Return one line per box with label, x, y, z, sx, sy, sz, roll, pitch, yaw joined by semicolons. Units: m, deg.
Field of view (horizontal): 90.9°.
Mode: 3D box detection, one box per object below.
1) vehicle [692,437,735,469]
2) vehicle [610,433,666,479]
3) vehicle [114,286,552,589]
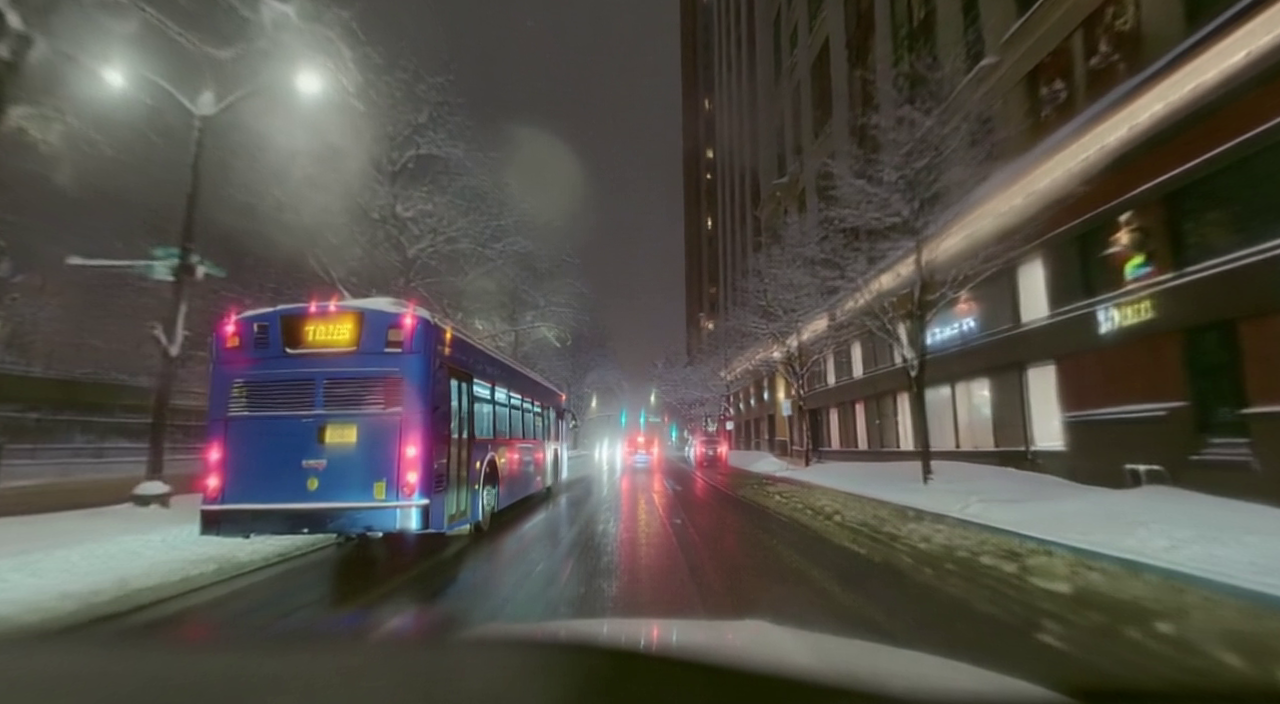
vehicle;4.297;5.969;37.500;2.138;1.787;4.522;-1;-8;2
vehicle;-0.038;4.232;25.891;2.120;1.727;3.917;0;-8;1
vehicle;-3.505;1.217;10.357;2.920;2.884;8.588;0;-6;0
